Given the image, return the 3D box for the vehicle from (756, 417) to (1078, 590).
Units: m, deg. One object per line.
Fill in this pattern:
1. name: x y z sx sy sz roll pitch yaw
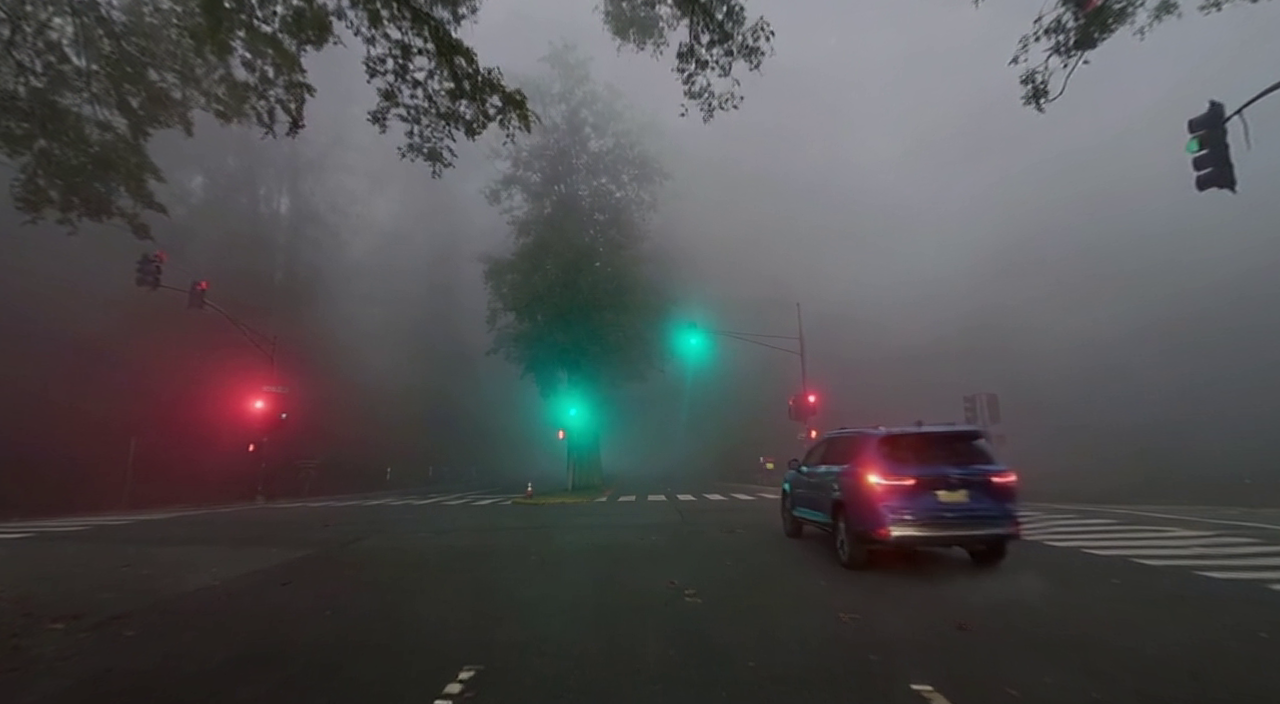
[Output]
1. vehicle: 3.141 1.829 8.597 2.140 1.655 4.786 0 -8 -1
